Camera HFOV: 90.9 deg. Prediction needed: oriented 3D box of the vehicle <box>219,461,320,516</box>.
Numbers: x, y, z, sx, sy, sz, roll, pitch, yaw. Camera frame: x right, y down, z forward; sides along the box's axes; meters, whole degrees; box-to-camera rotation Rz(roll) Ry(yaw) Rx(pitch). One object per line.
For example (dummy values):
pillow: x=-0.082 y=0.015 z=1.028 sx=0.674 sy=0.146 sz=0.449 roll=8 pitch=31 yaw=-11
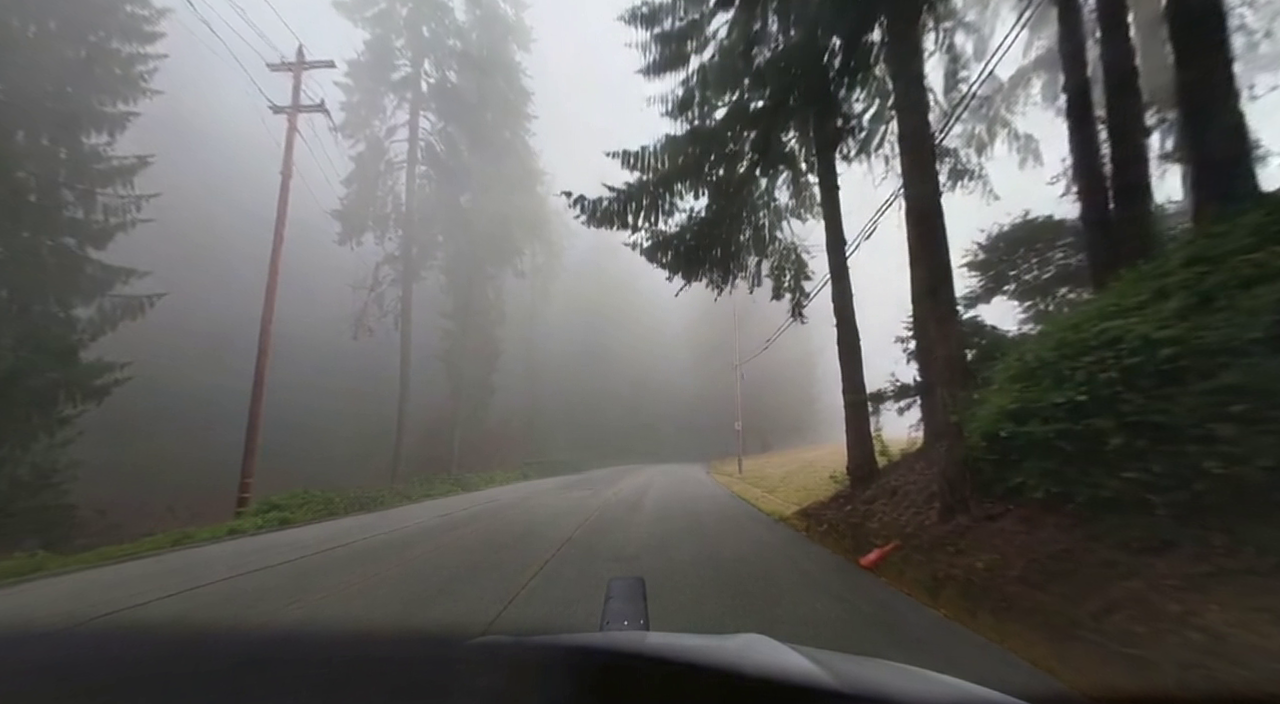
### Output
vehicle: x=-13.423 y=4.918 z=23.147 sx=2.058 sy=1.654 sz=4.273 roll=2 pitch=-9 yaw=-15
